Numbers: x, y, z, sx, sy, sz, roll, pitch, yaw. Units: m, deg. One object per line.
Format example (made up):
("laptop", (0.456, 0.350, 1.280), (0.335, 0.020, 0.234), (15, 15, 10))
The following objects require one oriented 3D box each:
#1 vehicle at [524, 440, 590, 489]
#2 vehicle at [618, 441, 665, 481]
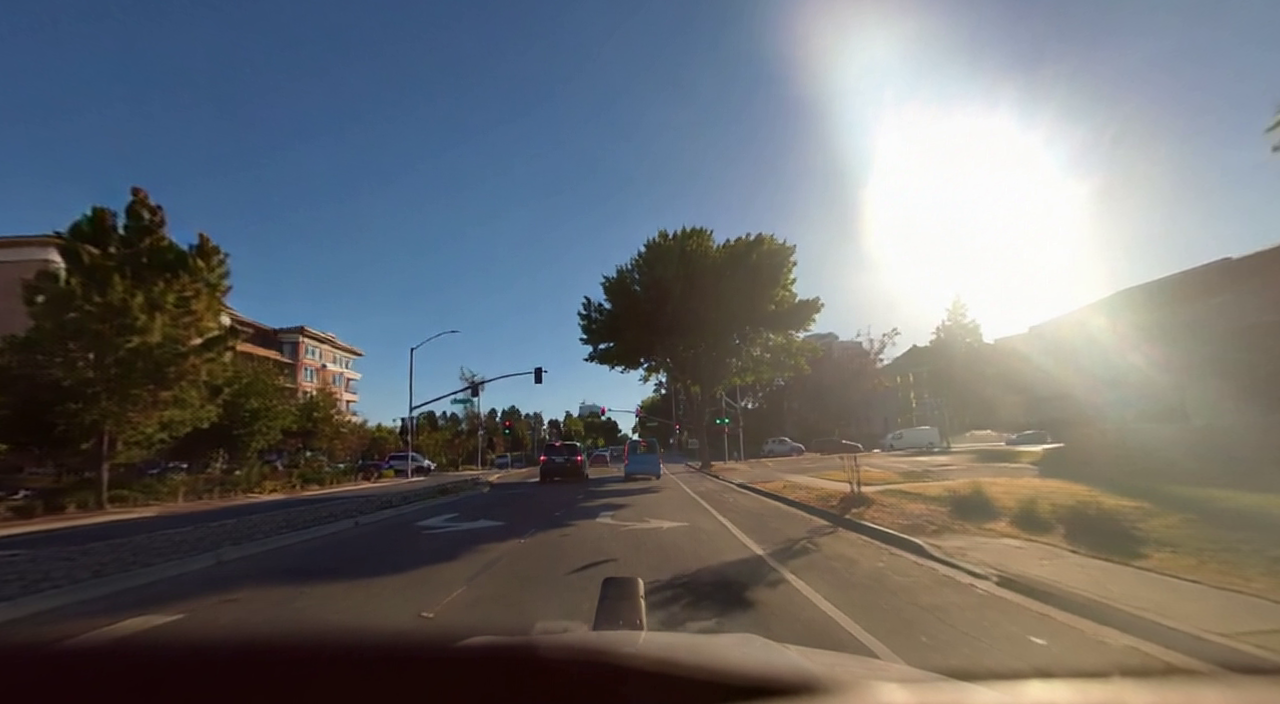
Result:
("vehicle", (-3.207, 4.455, 25.320), (2.097, 1.755, 4.336), (0, -9, 0))
("vehicle", (-0.014, 5.233, 30.624), (2.088, 1.735, 4.801), (0, -9, -2))
